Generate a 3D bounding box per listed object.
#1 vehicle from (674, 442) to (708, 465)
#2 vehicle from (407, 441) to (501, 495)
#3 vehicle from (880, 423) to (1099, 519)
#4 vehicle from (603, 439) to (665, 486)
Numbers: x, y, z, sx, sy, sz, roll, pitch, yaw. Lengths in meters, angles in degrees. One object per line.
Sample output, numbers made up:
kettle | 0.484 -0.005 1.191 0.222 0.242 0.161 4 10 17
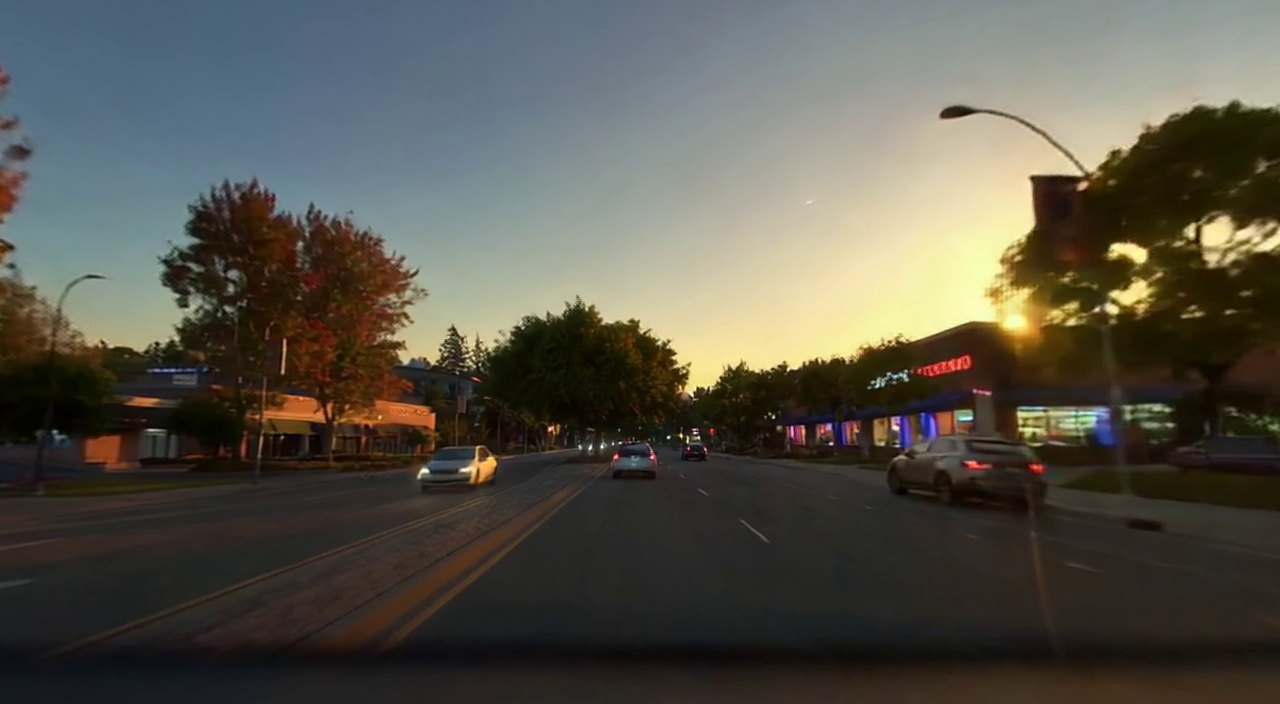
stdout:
vehicle | 3.525 7.089 44.319 1.910 1.474 4.003 0 -9 -1
vehicle | -5.891 3.693 20.537 1.999 1.531 4.011 0 -9 -3
vehicle | 7.600 2.641 14.597 2.165 1.787 5.231 -1 -9 2
vehicle | -0.231 3.849 22.308 2.006 1.487 3.535 0 -9 -1
